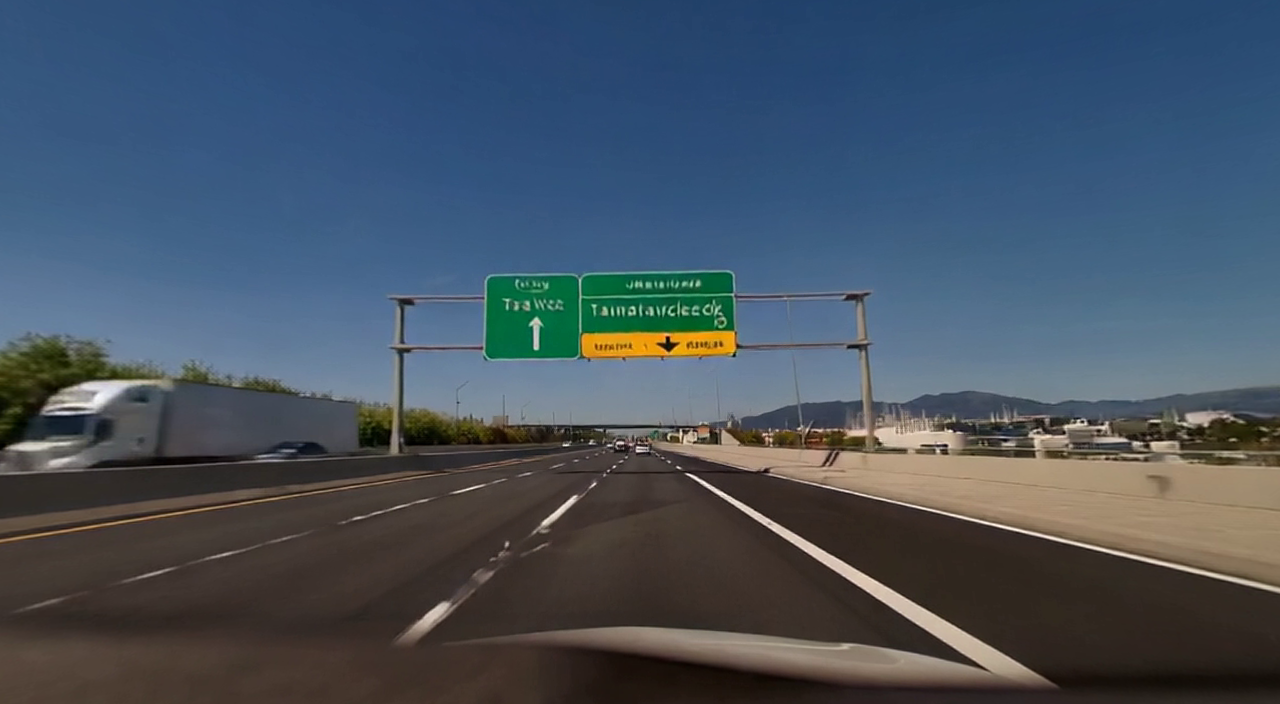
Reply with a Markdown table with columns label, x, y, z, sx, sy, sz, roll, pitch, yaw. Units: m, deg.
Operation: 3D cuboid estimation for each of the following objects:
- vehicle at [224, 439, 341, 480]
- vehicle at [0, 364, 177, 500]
| label | x | y | z | sx | sy | sz | roll | pitch | yaw |
| --- | --- | --- | --- | --- | --- | --- | --- | --- | --- |
| vehicle | -14.594 | 4.428 | 26.133 | 2.058 | 1.513 | 4.691 | 0 | -9 | 1 |
| vehicle | -18.527 | 2.698 | 21.185 | 3.251 | 4.162 | 3.126 | 0 | -9 | 0 |
